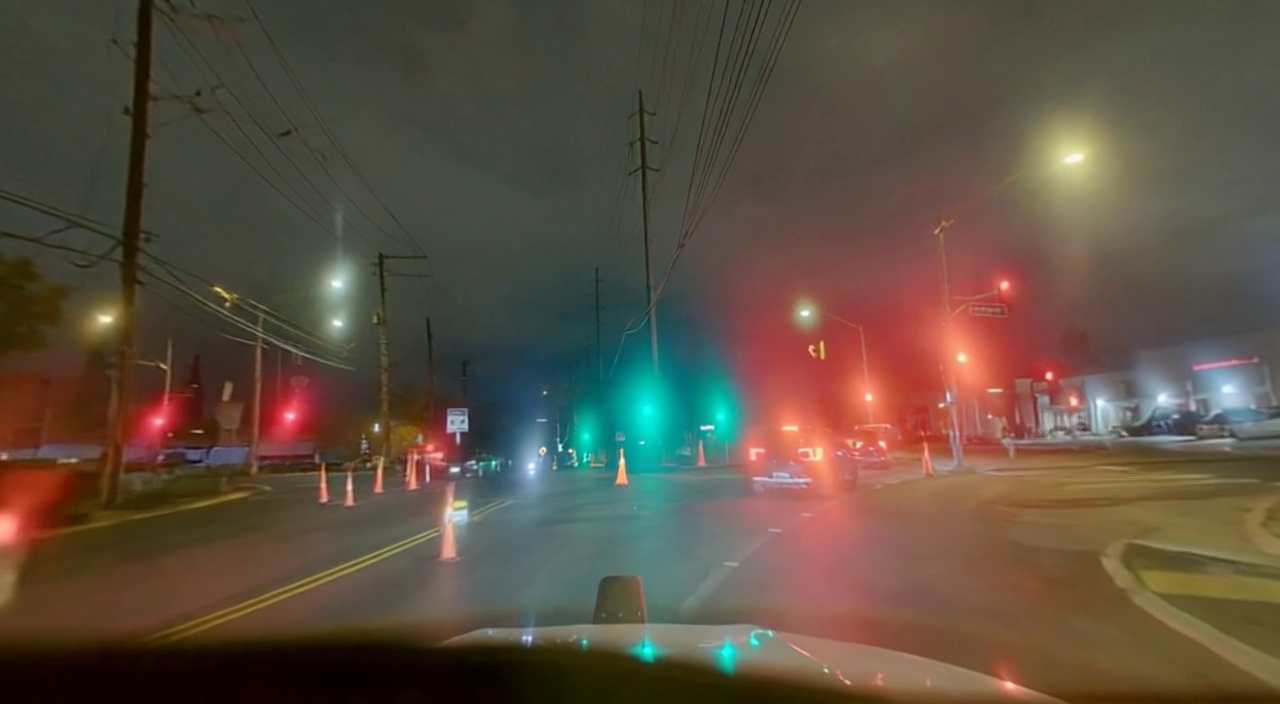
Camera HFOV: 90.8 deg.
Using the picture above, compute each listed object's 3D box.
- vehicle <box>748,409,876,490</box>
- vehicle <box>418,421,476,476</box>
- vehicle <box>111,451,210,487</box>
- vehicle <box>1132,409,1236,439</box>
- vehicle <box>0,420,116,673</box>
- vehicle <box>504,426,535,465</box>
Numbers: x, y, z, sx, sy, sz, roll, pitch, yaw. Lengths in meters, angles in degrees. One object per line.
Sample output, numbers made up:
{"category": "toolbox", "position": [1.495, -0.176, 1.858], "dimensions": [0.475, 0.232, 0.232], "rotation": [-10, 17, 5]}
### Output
{"category": "vehicle", "position": [4.927, 2.648, 17.521], "dimensions": [2.256, 1.859, 5.118], "rotation": [-5, -9, 28]}
{"category": "vehicle", "position": [-10.332, 5.154, 34.037], "dimensions": [2.185, 2.644, 3.306], "rotation": [-4, -7, -4]}
{"category": "vehicle", "position": [-22.392, 5.454, 29.714], "dimensions": [1.817, 1.456, 4.079], "rotation": [0, -8, -7]}
{"category": "vehicle", "position": [33.385, 4.491, 38.890], "dimensions": [1.937, 1.688, 4.382], "rotation": [5, -10, -35]}
{"category": "vehicle", "position": [-5.051, 0.975, 2.274], "dimensions": [2.103, 1.526, 4.743], "rotation": [-1, -8, 3]}
{"category": "vehicle", "position": [-8.640, 6.731, 45.588], "dimensions": [1.959, 2.654, 4.078], "rotation": [1, -8, -7]}
